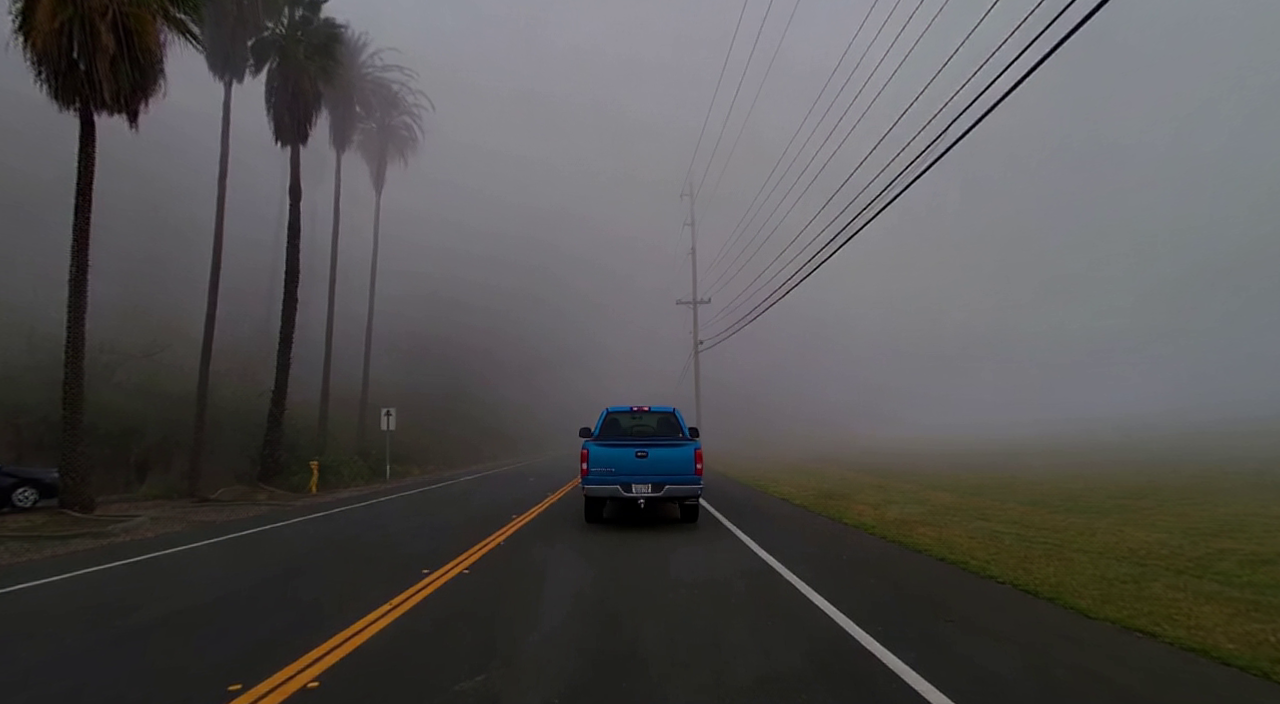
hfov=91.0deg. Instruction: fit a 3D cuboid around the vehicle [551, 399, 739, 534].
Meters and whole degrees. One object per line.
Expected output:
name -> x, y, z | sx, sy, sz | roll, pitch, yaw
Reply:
vehicle -> 0.036, 2.143, 12.414 | 2.803, 2.005, 5.885 | 0, -8, -1
